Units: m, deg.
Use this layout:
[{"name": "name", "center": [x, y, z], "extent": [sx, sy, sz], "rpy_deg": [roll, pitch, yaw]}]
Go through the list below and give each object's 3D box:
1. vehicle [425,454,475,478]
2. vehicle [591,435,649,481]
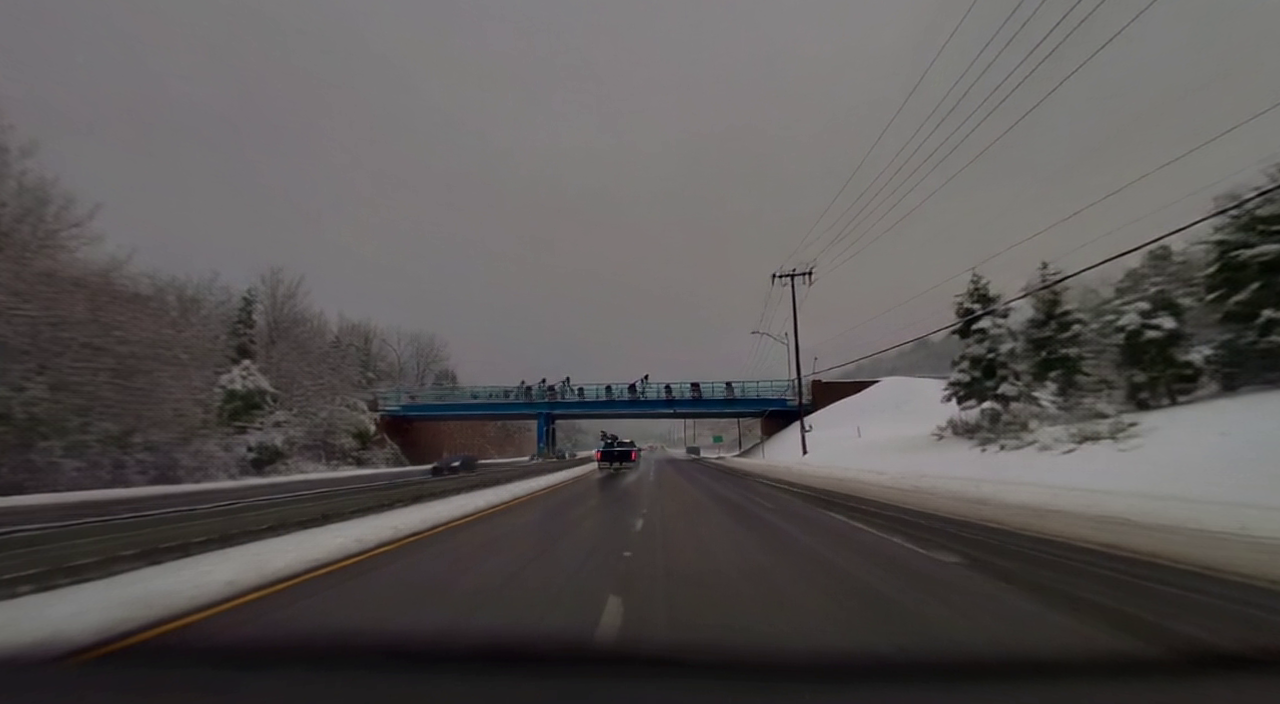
[{"name": "vehicle", "center": [-12.965, 7.787, 43.301], "extent": [1.892, 1.494, 4.499], "rpy_deg": [-1, -9, 2]}, {"name": "vehicle", "center": [-0.826, 4.941, 29.641], "extent": [2.369, 1.948, 5.343], "rpy_deg": [-1, -9, 2]}]
